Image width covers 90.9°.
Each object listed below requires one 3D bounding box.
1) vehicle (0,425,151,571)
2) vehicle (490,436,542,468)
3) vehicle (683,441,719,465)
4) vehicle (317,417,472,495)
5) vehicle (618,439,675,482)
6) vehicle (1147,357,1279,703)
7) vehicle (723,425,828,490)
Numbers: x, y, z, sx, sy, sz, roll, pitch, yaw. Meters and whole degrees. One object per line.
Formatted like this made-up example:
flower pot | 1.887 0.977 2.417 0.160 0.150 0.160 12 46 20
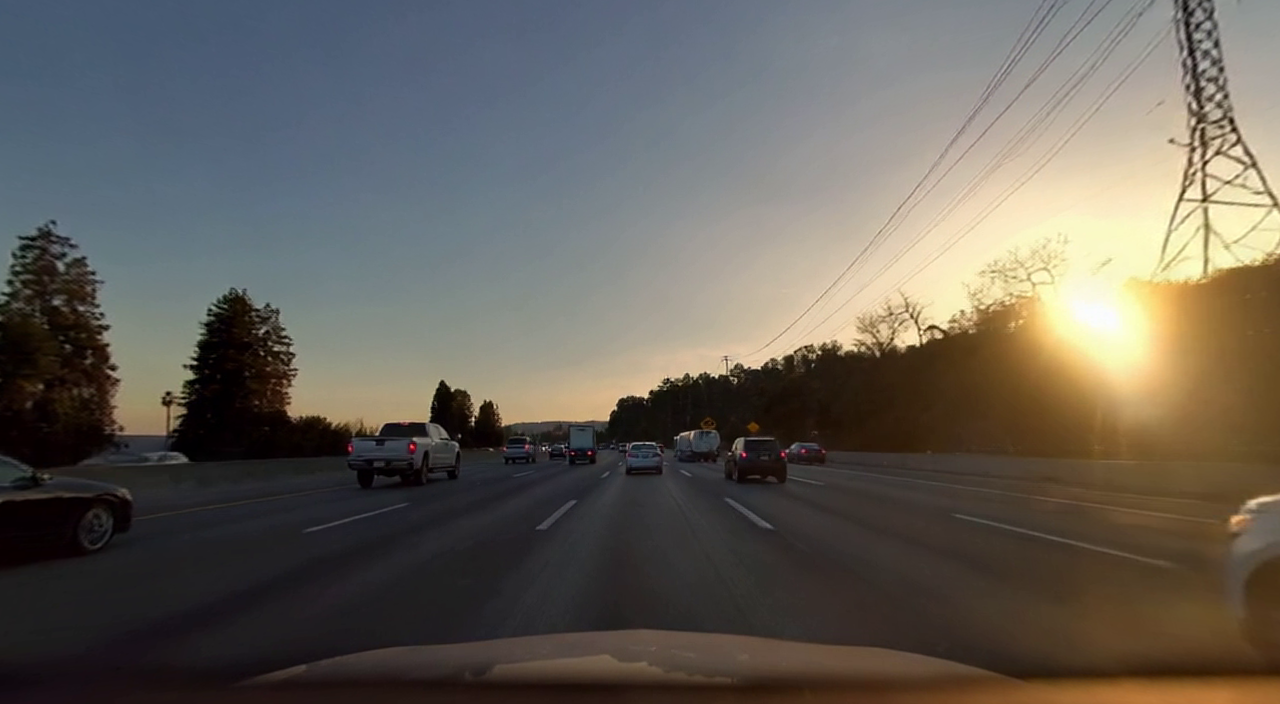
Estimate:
vehicle | -7.519 1.453 6.183 1.911 1.479 4.312 0 -9 1
vehicle | -6.970 5.695 35.930 1.978 1.680 4.263 0 -9 1
vehicle | 3.906 6.528 40.850 1.895 1.429 3.908 0 -9 -1
vehicle | -6.975 3.068 18.853 2.269 1.936 5.777 0 -9 0
vehicle | 0.215 4.042 23.806 1.966 1.444 3.986 0 -9 0
vehicle | 3.914 0.648 1.391 2.002 1.691 4.290 0 -9 1
vehicle | 4.071 3.274 19.851 2.195 1.778 4.455 0 -9 -2
